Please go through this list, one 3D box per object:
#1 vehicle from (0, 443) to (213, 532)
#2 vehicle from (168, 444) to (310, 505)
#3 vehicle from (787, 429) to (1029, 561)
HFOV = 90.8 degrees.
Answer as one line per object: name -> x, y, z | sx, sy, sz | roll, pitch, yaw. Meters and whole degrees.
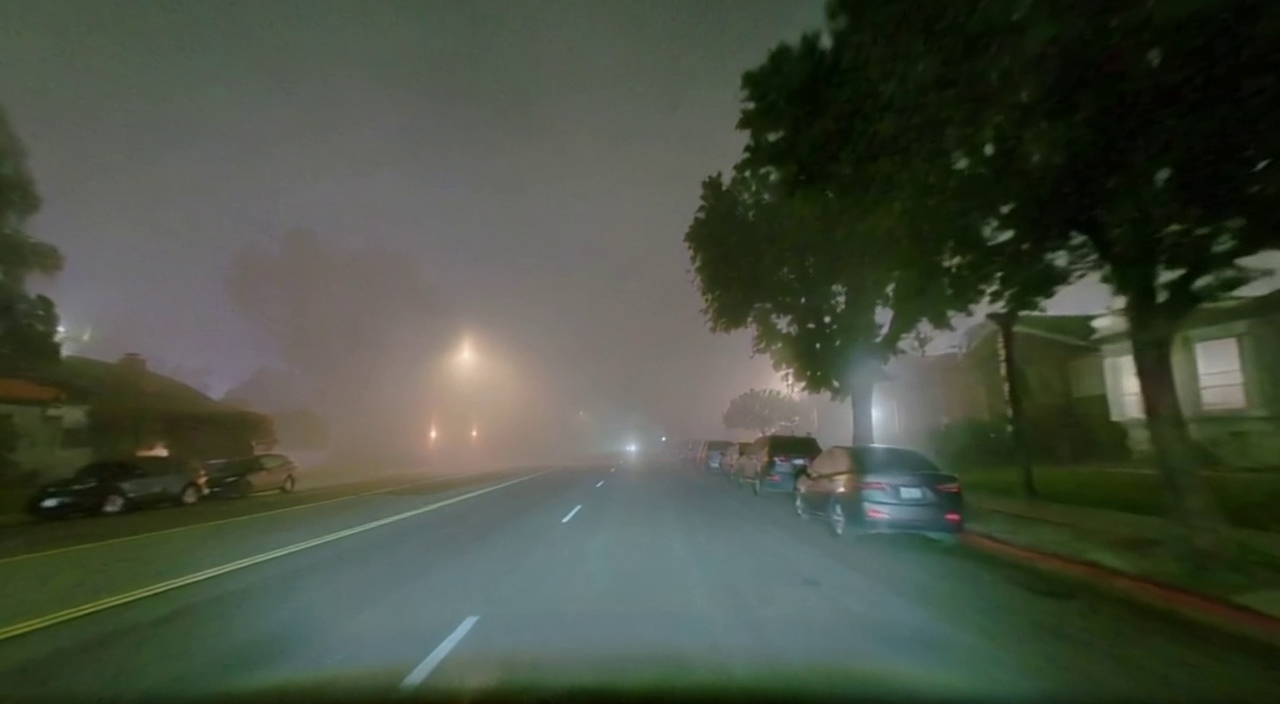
vehicle -> -13.640, 3.349, 16.365 | 2.047, 1.783, 4.572 | -1, -7, -2
vehicle -> -13.711, 4.153, 22.004 | 1.926, 1.790, 4.494 | 0, -7, 1
vehicle -> 3.700, 2.036, 9.773 | 1.981, 1.546, 4.372 | 0, -9, 3
